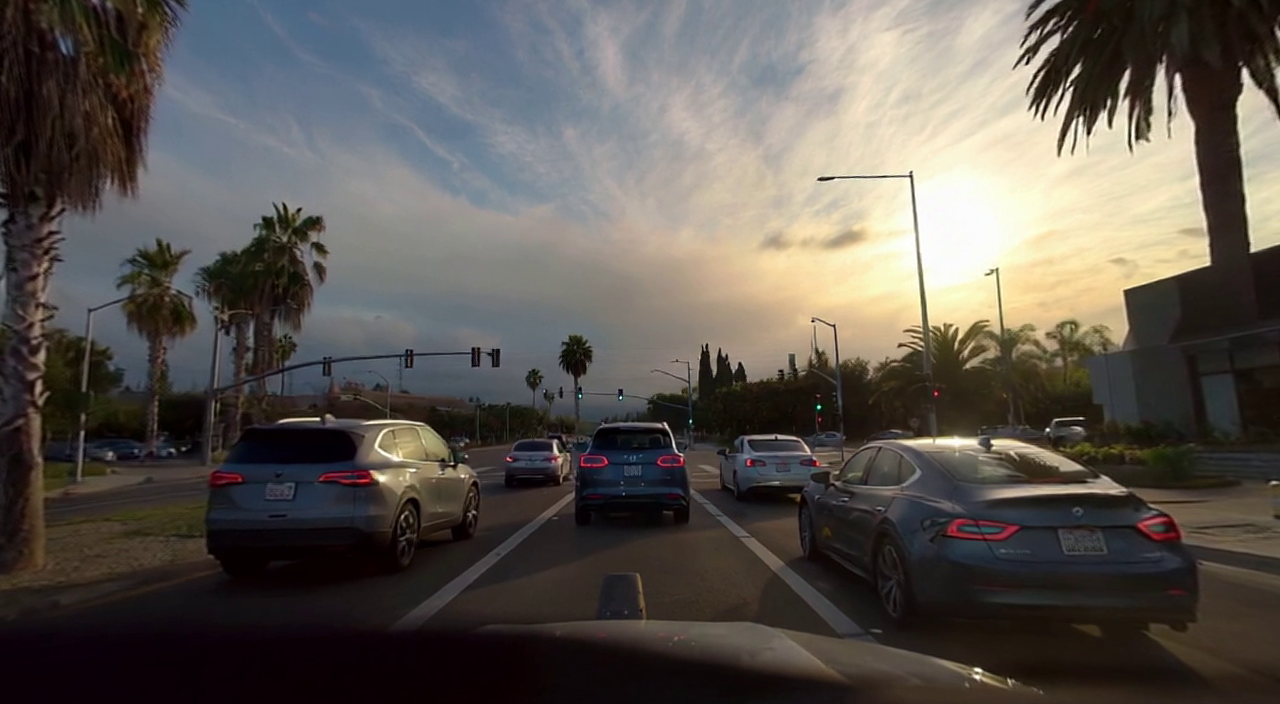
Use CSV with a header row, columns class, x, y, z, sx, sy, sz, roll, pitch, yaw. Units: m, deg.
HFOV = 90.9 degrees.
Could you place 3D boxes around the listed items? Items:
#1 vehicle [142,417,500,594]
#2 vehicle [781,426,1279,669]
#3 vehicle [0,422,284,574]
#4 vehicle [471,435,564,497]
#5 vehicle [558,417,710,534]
class,x,y,z,sx,sy,sz,roll,pitch,yaw
vehicle,-3.308,1.685,7.813,2.014,1.534,4.455,0,-9,1
vehicle,2.974,1.561,6.289,2.017,1.491,4.611,0,-8,-1
vehicle,-6.955,1.803,8.559,1.889,1.554,4.033,0,-8,-1
vehicle,-3.381,3.229,18.181,1.927,1.568,3.733,0,-8,0
vehicle,-0.144,2.188,11.738,2.280,1.747,4.361,0,-8,-2
